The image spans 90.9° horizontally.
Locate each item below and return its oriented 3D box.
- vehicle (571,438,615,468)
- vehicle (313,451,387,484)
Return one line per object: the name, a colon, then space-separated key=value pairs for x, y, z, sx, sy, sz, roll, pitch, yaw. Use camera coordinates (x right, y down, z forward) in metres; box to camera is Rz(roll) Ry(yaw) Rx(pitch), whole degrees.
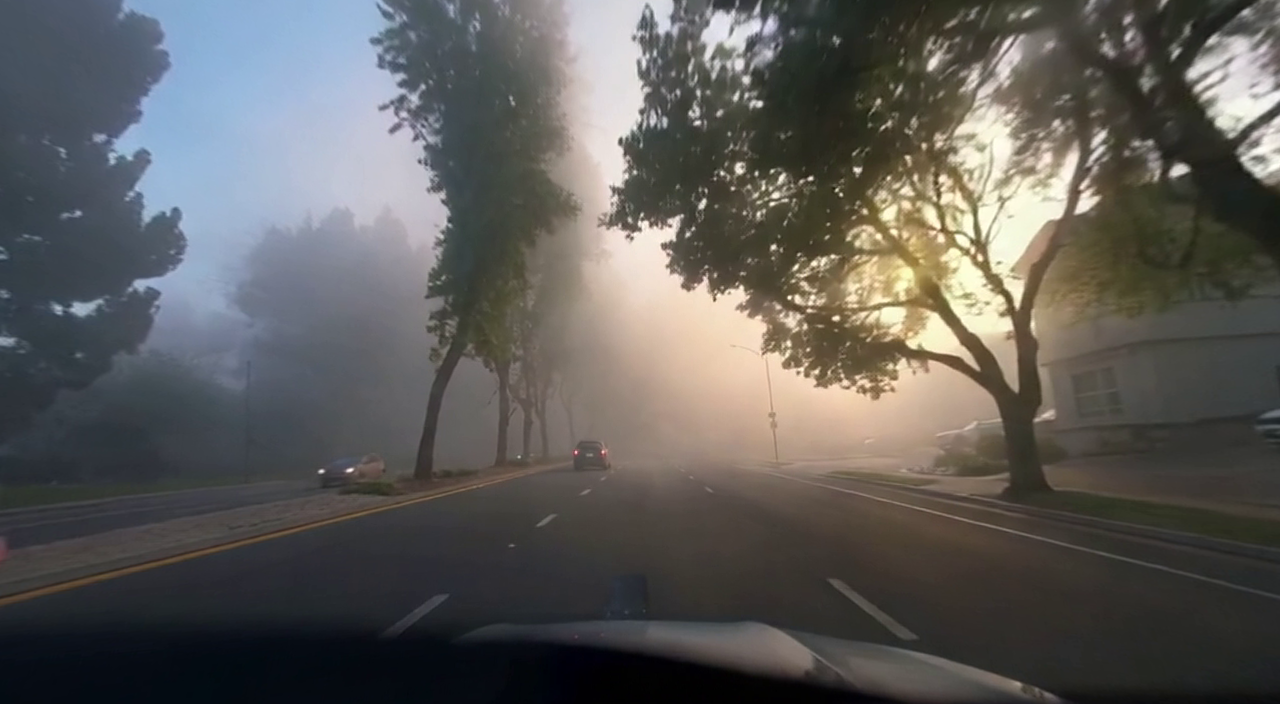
vehicle: x=-2.873 y=6.253 z=39.171 sx=2.283 sy=1.716 sz=4.395 roll=0 pitch=-8 yaw=1
vehicle: x=-16.014 y=6.358 z=35.087 sx=1.923 sy=1.637 sz=4.409 roll=0 pitch=-8 yaw=1
